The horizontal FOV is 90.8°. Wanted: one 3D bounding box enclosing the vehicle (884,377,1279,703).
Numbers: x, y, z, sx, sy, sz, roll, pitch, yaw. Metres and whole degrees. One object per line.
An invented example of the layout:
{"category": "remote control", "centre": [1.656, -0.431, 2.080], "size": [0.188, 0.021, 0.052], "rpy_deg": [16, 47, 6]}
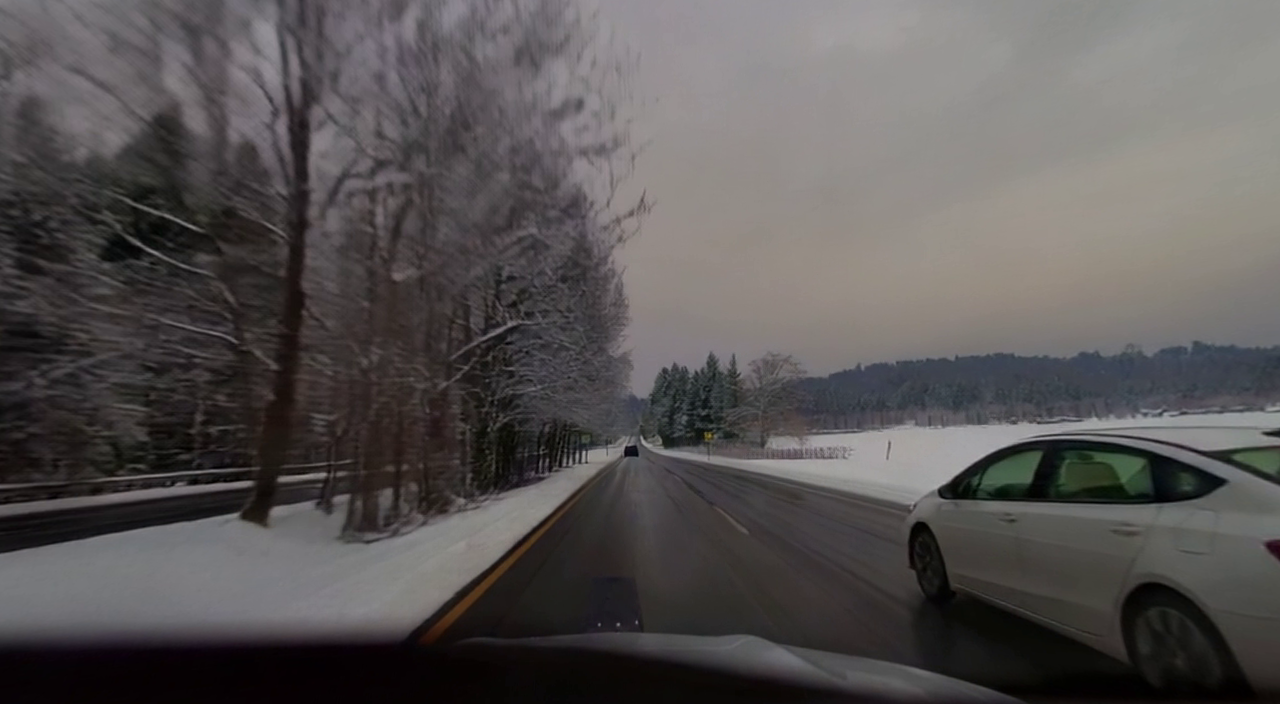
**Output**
{"category": "vehicle", "centre": [3.604, 1.162, 4.293], "size": [2.060, 1.584, 4.592], "rpy_deg": [0, -9, 0]}
